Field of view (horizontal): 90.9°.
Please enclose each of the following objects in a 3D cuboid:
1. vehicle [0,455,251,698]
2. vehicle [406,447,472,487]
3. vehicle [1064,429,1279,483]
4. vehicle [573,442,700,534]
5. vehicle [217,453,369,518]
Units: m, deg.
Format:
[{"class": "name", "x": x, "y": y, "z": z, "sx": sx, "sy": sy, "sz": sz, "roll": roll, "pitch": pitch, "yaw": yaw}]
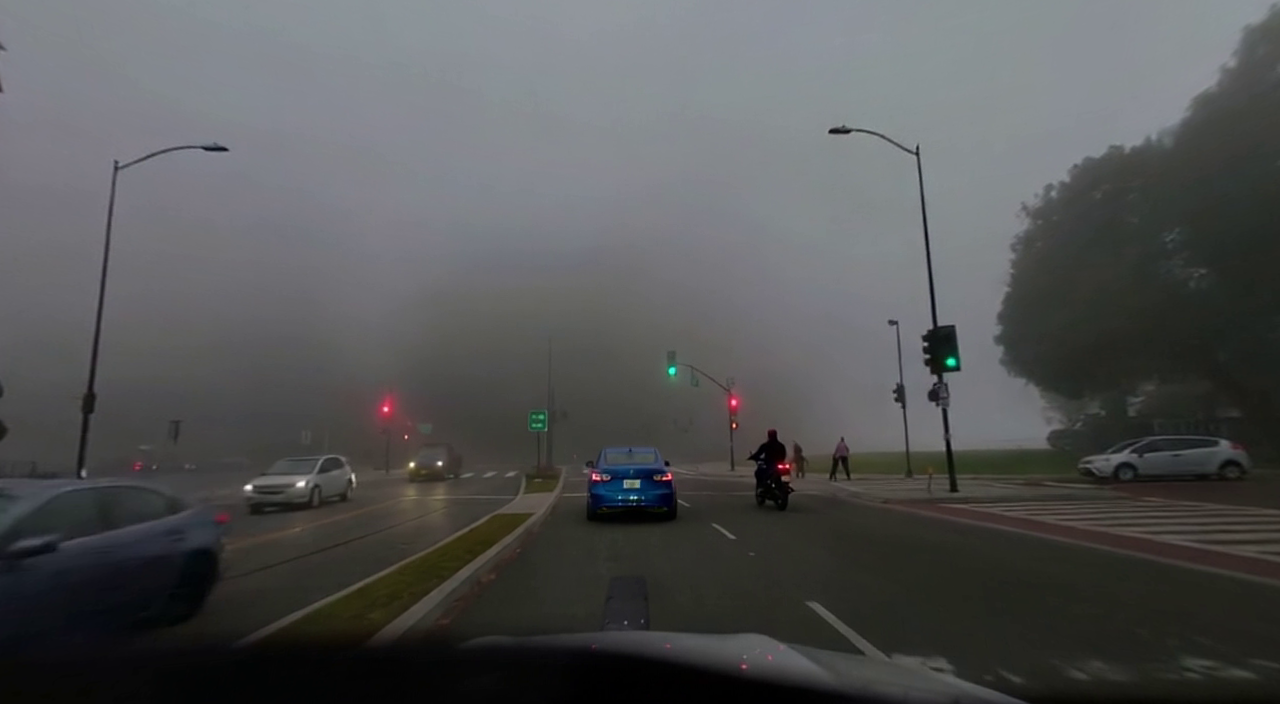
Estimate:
[{"class": "vehicle", "x": -4.839, "y": 1.402, "z": 4.061, "sx": 2.079, "sy": 1.392, "sz": 4.088, "roll": 0, "pitch": -9, "yaw": -1}, {"class": "vehicle", "x": -9.351, "y": 5.343, "z": 29.684, "sx": 1.993, "sy": 1.692, "sz": 4.226, "roll": 0, "pitch": -9, "yaw": -4}, {"class": "vehicle", "x": 16.108, "y": 3.166, "z": 19.293, "sx": 5.007, "sy": 1.479, "sz": 1.866, "roll": -6, "pitch": -10, "yaw": 31}, {"class": "vehicle", "x": -0.177, "y": 2.565, "z": 12.522, "sx": 2.118, "sy": 1.480, "sz": 3.949, "roll": 0, "pitch": -9, "yaw": -4}, {"class": "vehicle", "x": -9.181, "y": 3.521, "z": 17.184, "sx": 1.952, "sy": 1.487, "sz": 4.351, "roll": 0, "pitch": -9, "yaw": -5}]
